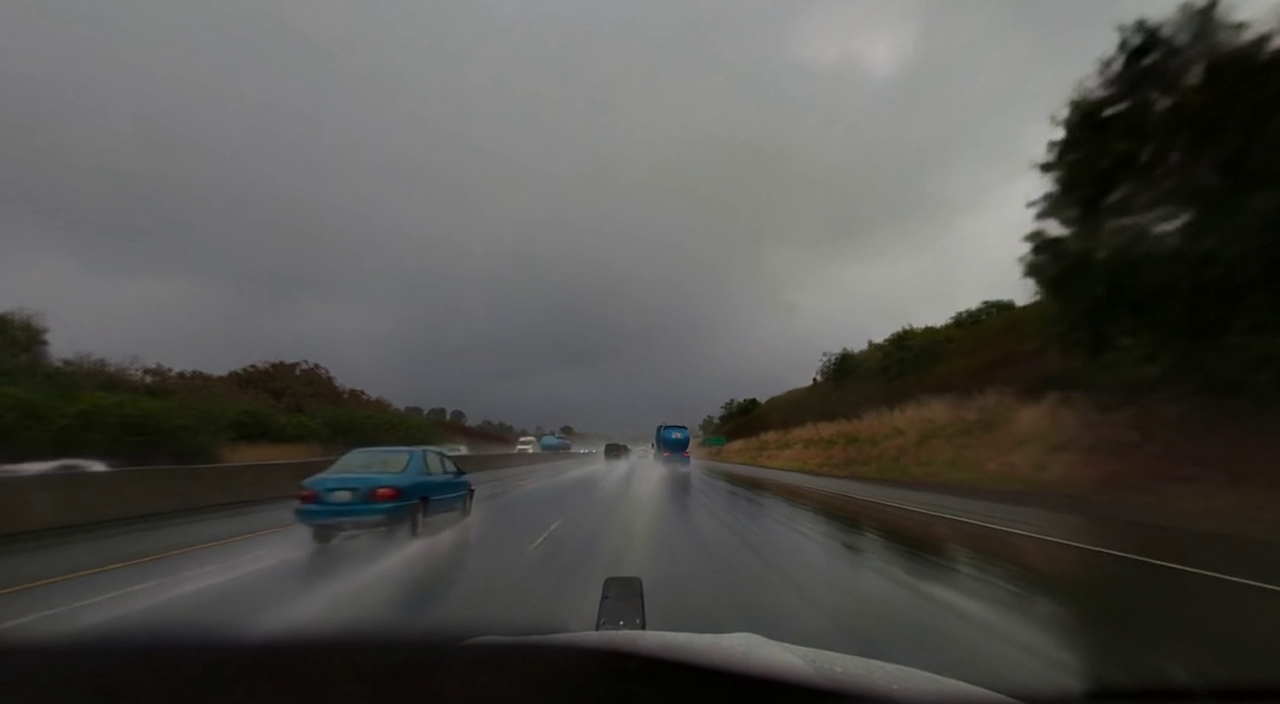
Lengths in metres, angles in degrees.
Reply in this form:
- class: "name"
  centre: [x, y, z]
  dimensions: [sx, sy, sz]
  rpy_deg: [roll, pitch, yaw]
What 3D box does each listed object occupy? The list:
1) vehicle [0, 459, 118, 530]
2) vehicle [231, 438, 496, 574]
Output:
- class: "vehicle"
  centre: [-15.150, 3.392, 15.183]
  dimensions: [1.786, 1.510, 3.926]
  rpy_deg: [0, -9, 0]
- class: "vehicle"
  centre: [-3.562, 2.040, 9.099]
  dimensions: [2.013, 1.498, 3.908]
  rpy_deg: [-1, -9, 1]
